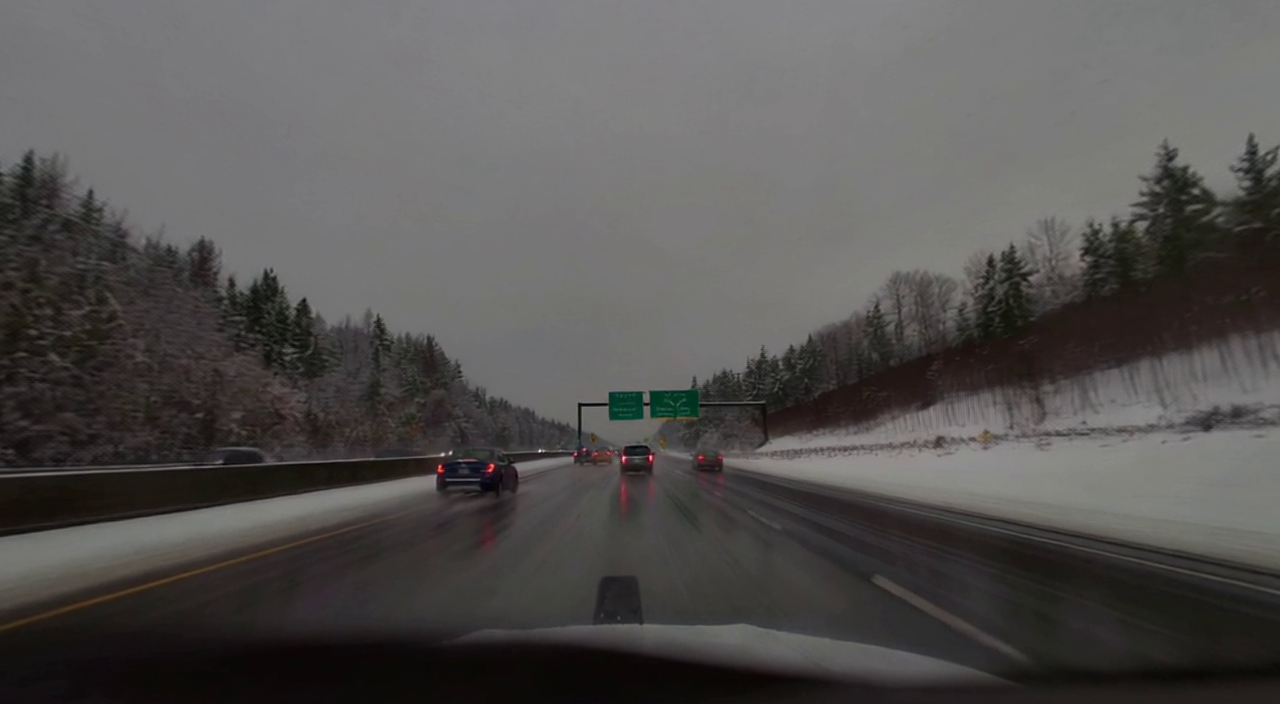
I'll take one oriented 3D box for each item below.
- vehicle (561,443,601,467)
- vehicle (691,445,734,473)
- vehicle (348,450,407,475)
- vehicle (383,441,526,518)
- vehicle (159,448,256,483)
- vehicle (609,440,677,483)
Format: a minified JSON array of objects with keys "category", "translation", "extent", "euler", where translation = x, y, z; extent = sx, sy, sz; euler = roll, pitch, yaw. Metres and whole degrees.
[{"category":"vehicle","translation":[-4.371,7.754,47.174],"extent":[2.545,1.679,4.267],"euler":[0,-9,0]},{"category":"vehicle","translation":[4.262,6.349,37.457],"extent":[2.035,1.571,4.413],"euler":[0,-9,0]},{"category":"vehicle","translation":[-18.063,7.599,43.343],"extent":[2.003,1.593,4.777],"euler":[0,-9,0]},{"category":"vehicle","translation":[-4.024,2.821,14.410],"extent":[2.017,1.469,4.113],"euler":[0,-9,0]},{"category":"vehicle","translation":[-22.094,5.782,32.255],"extent":[1.919,1.671,4.274],"euler":[0,-9,0]},{"category":"vehicle","translation":[0.092,4.591,26.548],"extent":[2.634,1.679,4.070],"euler":[0,-9,0]}]
